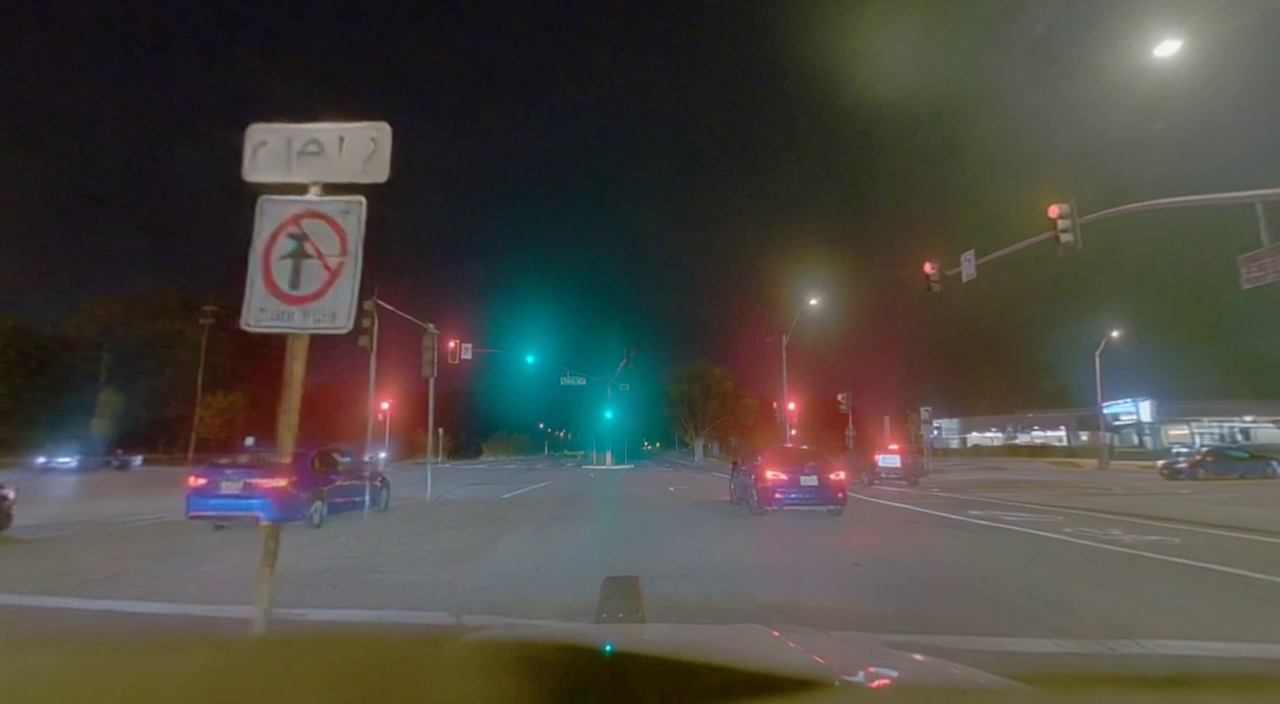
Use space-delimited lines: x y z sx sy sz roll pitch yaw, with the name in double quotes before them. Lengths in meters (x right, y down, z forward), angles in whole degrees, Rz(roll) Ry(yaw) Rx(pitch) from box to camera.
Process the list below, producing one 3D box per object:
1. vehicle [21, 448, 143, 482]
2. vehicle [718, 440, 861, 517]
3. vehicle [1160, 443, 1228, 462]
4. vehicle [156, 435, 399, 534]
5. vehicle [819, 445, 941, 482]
"vehicle" -26.176 5.283 29.796 1.800 1.449 4.379 0 -8 -1
"vehicle" 3.234 2.828 14.754 1.940 1.487 4.562 0 -8 -4
"vehicle" 43.696 7.916 49.783 1.723 1.431 3.880 0 -8 -1
"vehicle" -6.396 2.359 11.919 1.995 1.470 4.556 0 -8 -2
"vehicle" 10.569 4.894 27.862 4.703 1.492 1.930 2 -9 -14
